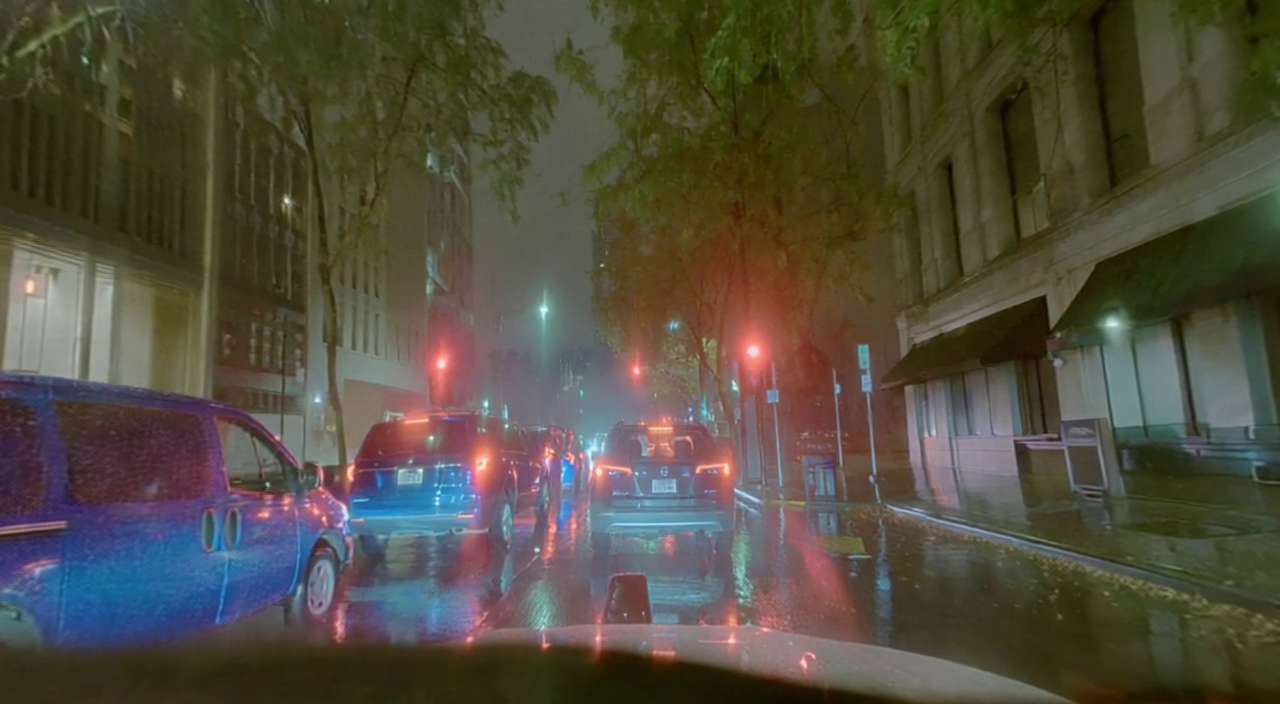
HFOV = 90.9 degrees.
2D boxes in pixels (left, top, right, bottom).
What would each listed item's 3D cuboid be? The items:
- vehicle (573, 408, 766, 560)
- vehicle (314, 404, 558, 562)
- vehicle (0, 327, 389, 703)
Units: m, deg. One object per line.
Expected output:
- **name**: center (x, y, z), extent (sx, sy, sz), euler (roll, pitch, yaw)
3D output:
- **vehicle**: center (0.357, 1.808, 9.263), extent (2.205, 1.727, 3.917), euler (0, -8, 1)
- **vehicle**: center (-2.649, 1.841, 9.609), extent (2.124, 1.799, 4.587), euler (0, -8, 1)
- **vehicle**: center (-3.168, 0.981, 3.485), extent (1.940, 1.722, 3.823), euler (0, -8, 0)
